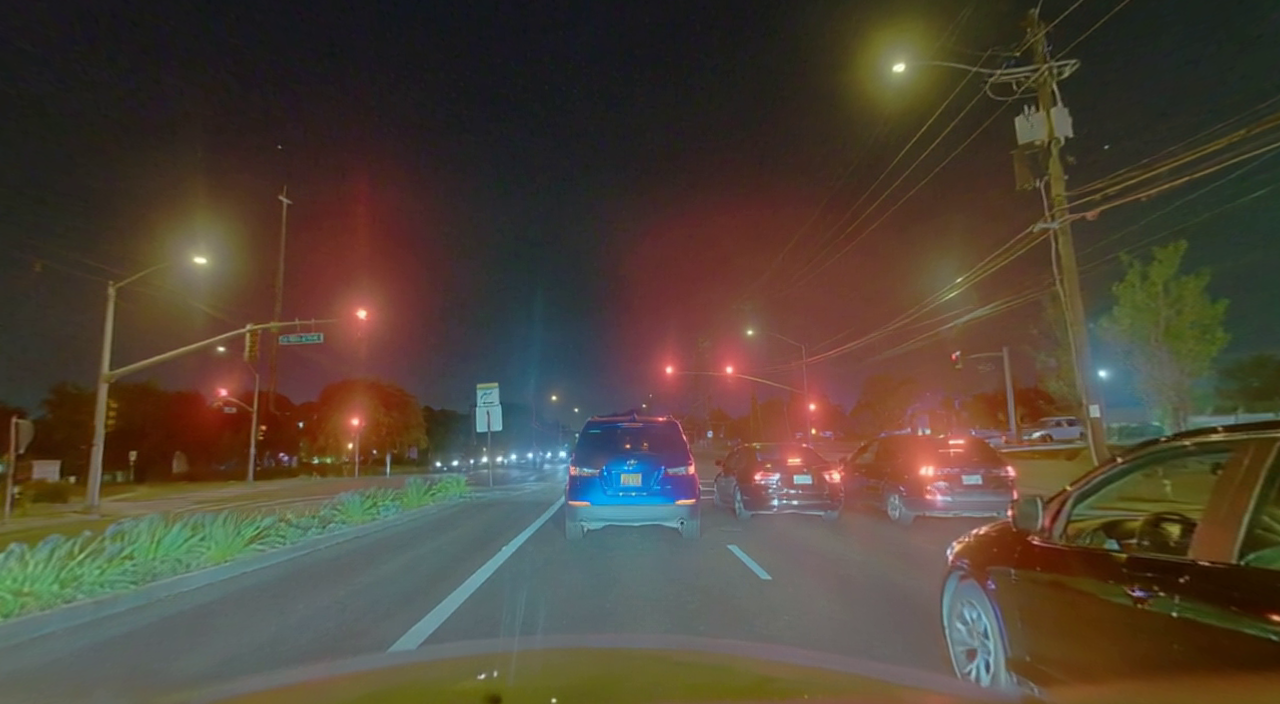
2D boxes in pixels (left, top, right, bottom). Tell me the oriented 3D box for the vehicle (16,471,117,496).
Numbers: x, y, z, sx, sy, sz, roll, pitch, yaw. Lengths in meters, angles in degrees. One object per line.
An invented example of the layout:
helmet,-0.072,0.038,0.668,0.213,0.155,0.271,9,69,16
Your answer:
vehicle,-38.332,8.778,42.321,4.569,1.505,1.992,0,-9,-5

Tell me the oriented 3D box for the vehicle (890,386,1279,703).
vehicle,2.729,0.884,2.098,2.004,1.460,4.297,0,-9,0

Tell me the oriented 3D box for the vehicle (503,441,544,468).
vehicle,-8.802,7.828,48.249,2.184,1.931,4.921,0,-9,0

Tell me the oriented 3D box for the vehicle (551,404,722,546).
vehicle,-0.114,1.976,10.794,2.236,1.856,4.816,0,-9,-2

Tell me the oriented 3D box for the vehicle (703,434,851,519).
vehicle,2.659,2.544,13.451,2.025,1.477,4.333,0,-9,-2
